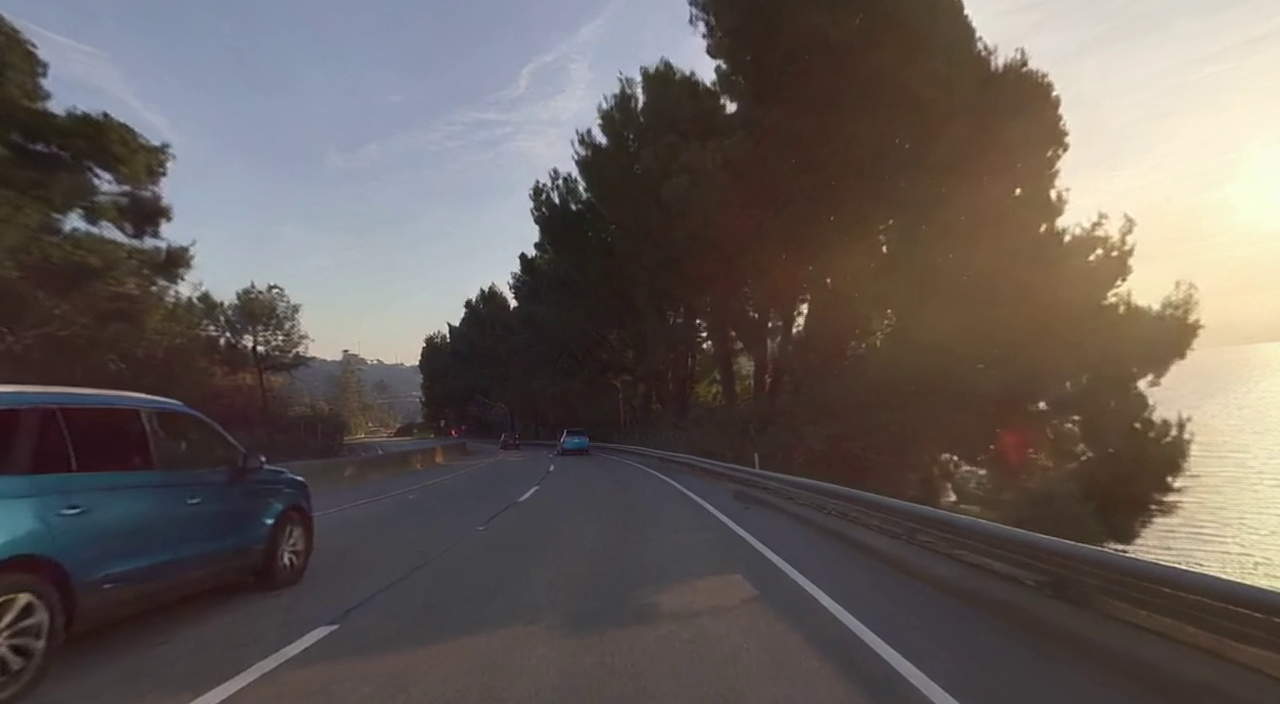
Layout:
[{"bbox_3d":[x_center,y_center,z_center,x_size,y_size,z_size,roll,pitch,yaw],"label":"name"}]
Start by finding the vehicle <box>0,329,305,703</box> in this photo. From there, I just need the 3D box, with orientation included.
[{"bbox_3d":[-4.295,0.884,3.533,2.248,1.849,4.747,0,-8,-1],"label":"vehicle"}]

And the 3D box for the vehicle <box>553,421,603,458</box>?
[{"bbox_3d":[-4.022,5.589,40.037,2.632,2.162,5.529,2,-9,-11],"label":"vehicle"}]
